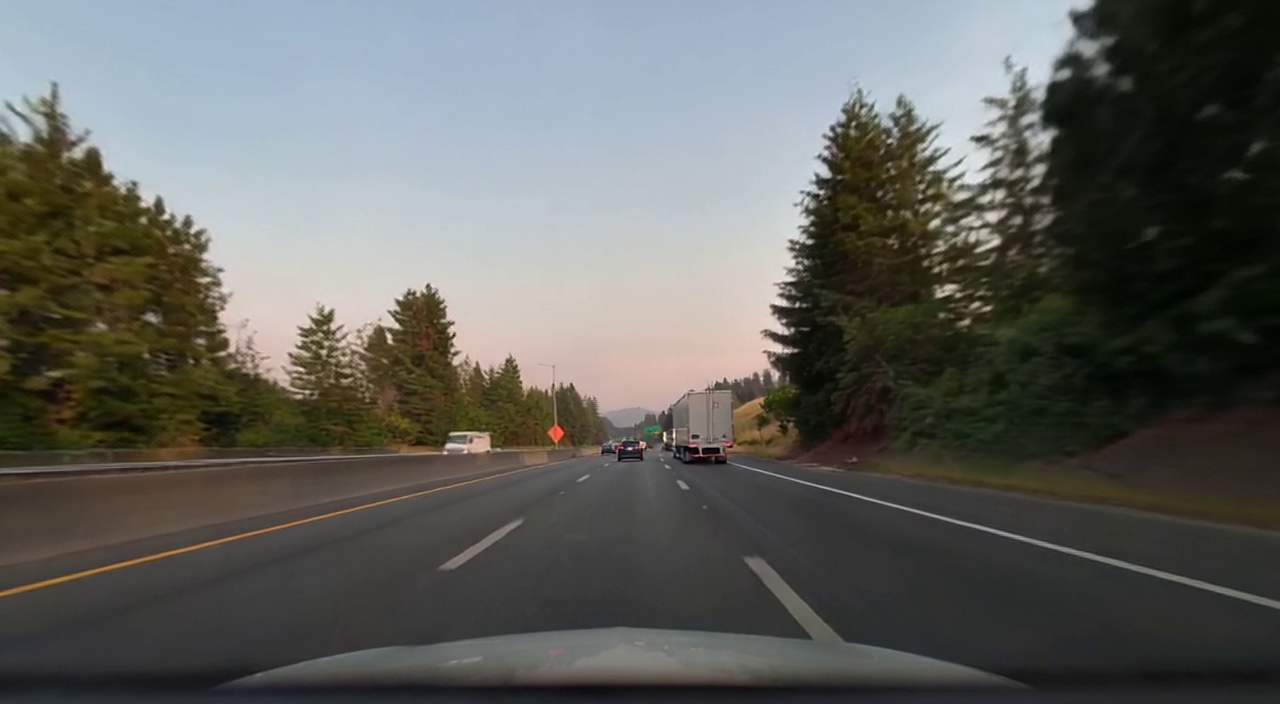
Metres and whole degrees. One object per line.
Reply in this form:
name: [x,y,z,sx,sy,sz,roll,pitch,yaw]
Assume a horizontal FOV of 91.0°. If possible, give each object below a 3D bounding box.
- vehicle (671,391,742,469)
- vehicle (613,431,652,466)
vehicle: [3.907,5.169,40.719,3.005,4.121,14.417,-1,-8,0]
vehicle: [-0.395,5.738,37.445,2.211,1.933,4.315,-1,-8,1]
